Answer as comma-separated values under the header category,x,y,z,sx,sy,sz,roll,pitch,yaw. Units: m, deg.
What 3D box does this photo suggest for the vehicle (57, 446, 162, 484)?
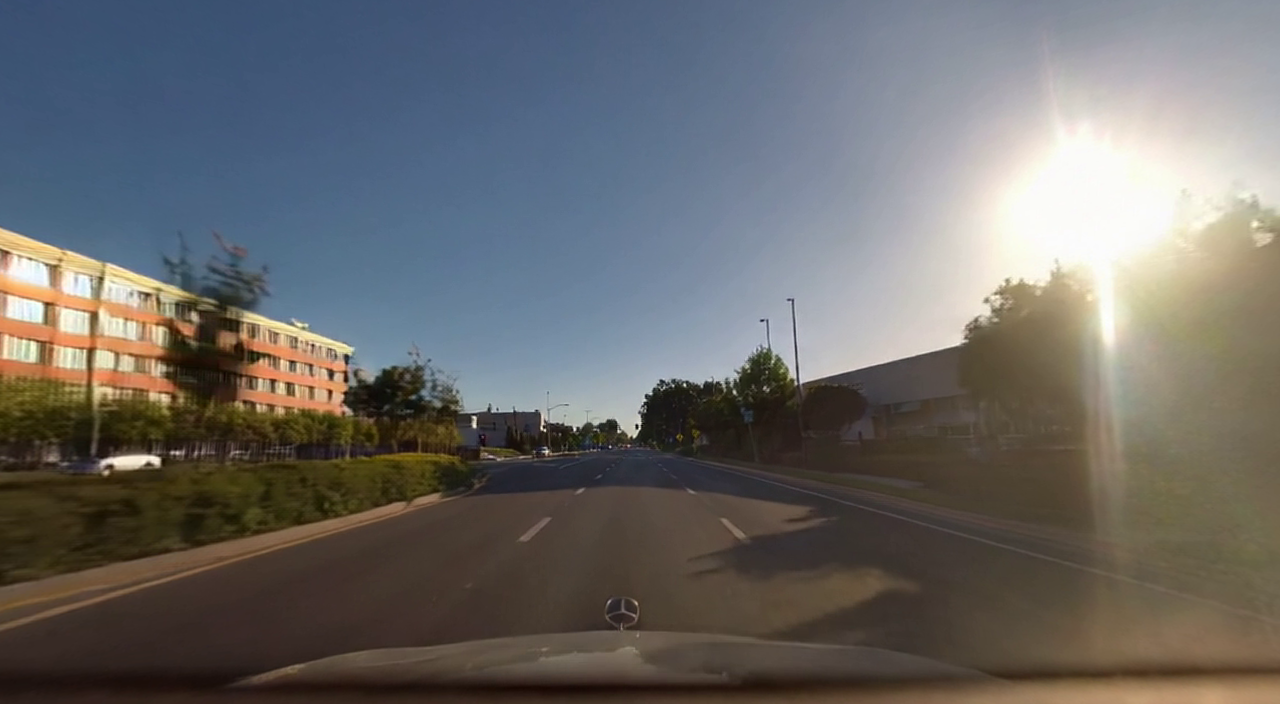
category,x,y,z,sx,sy,sz,roll,pitch,yaw
vehicle,-28.337,5.994,33.950,1.987,1.872,4.150,0,-8,1
